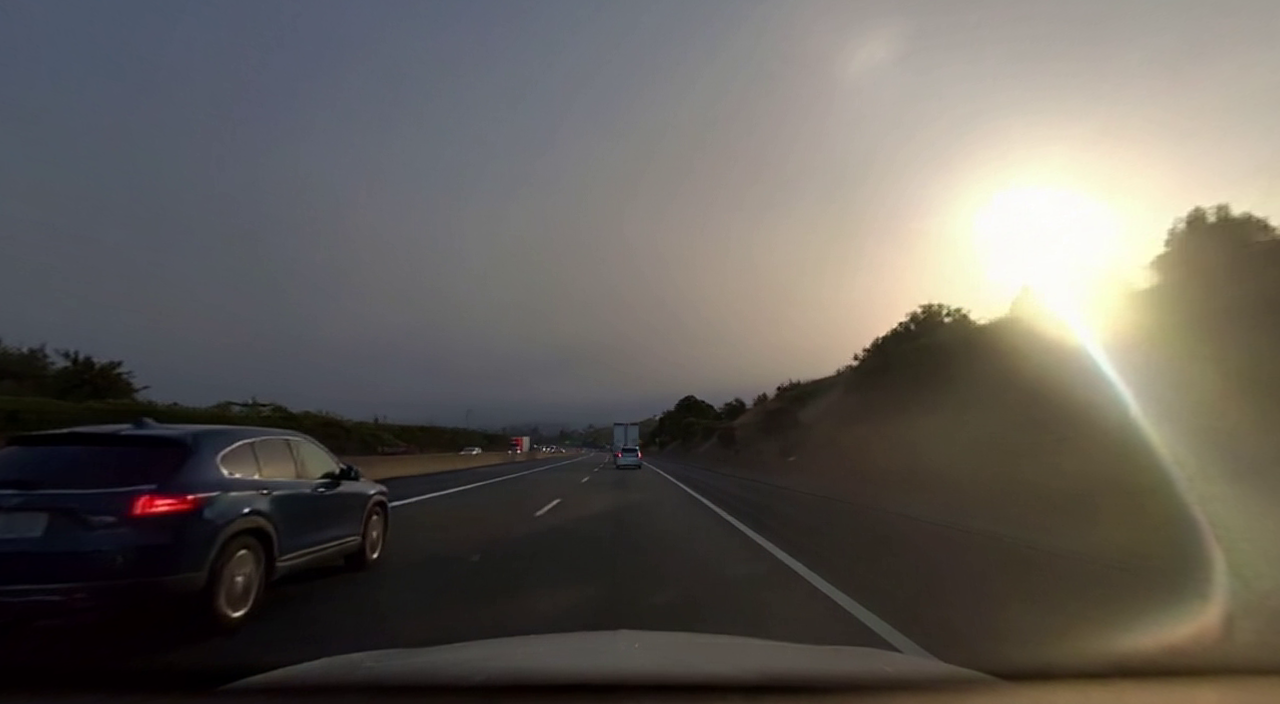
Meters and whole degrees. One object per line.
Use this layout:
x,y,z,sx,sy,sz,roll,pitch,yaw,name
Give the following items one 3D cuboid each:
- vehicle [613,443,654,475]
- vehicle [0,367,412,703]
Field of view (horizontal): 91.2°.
-0.408,6.183,36.433,2.230,1.715,4.243,0,-9,-1,vehicle
-3.846,1.259,5.191,2.181,1.653,4.691,0,-9,-1,vehicle
